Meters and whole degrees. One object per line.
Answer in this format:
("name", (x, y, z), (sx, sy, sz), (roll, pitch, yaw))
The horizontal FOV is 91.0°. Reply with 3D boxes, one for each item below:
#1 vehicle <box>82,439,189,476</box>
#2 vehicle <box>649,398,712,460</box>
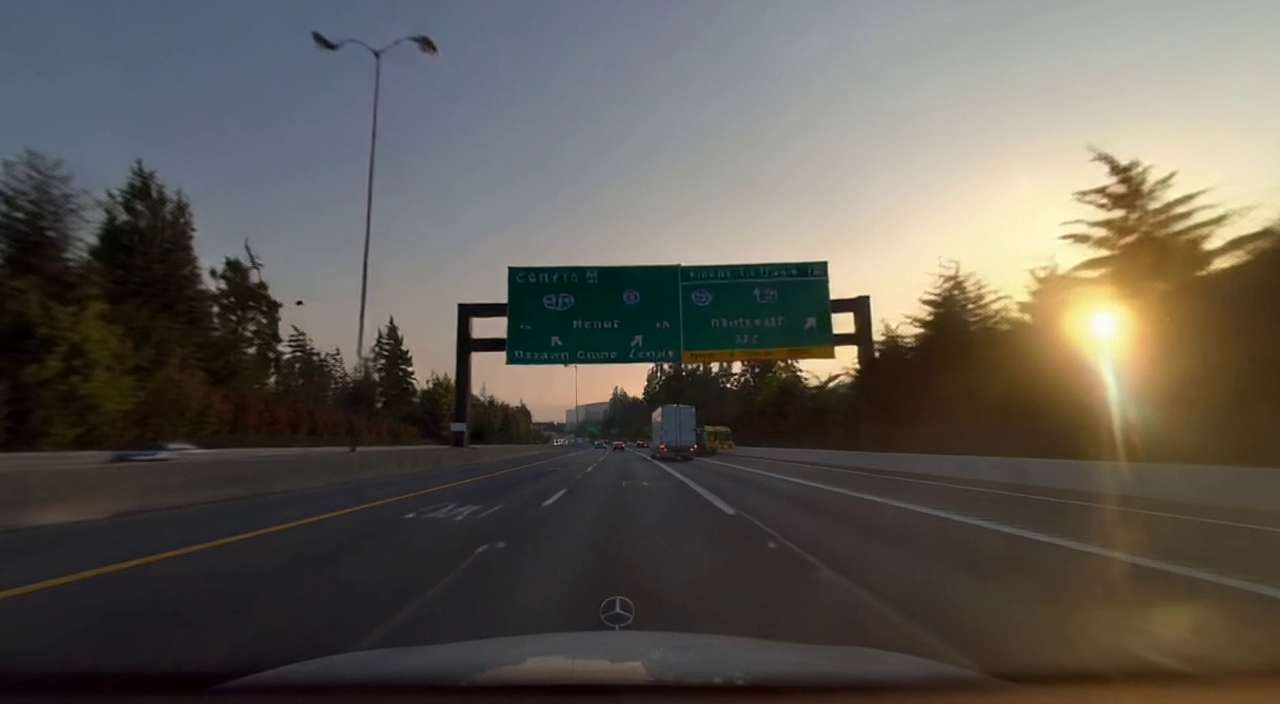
("vehicle", (-21.753, 4.545, 27.333), (1.687, 1.460, 3.630), (0, -8, -1))
("vehicle", (2.823, 5.984, 47.953), (3.828, 4.143, 10.369), (0, -8, -2))
